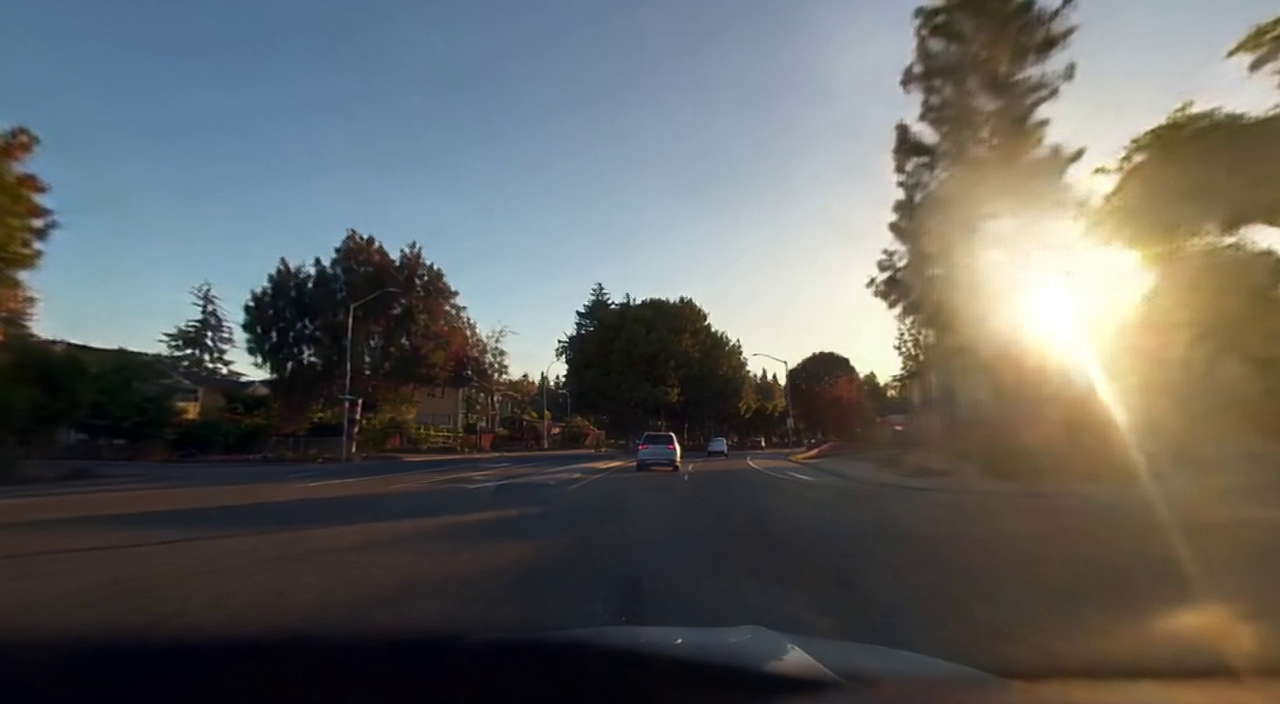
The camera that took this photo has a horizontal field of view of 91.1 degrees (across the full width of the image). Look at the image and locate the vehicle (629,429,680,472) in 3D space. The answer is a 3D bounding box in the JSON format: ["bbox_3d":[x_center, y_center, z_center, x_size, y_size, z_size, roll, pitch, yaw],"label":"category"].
[{"bbox_3d":[0.810,4.929,31.607,2.072,2.002,4.391,-1,-8,7],"label":"vehicle"}]
